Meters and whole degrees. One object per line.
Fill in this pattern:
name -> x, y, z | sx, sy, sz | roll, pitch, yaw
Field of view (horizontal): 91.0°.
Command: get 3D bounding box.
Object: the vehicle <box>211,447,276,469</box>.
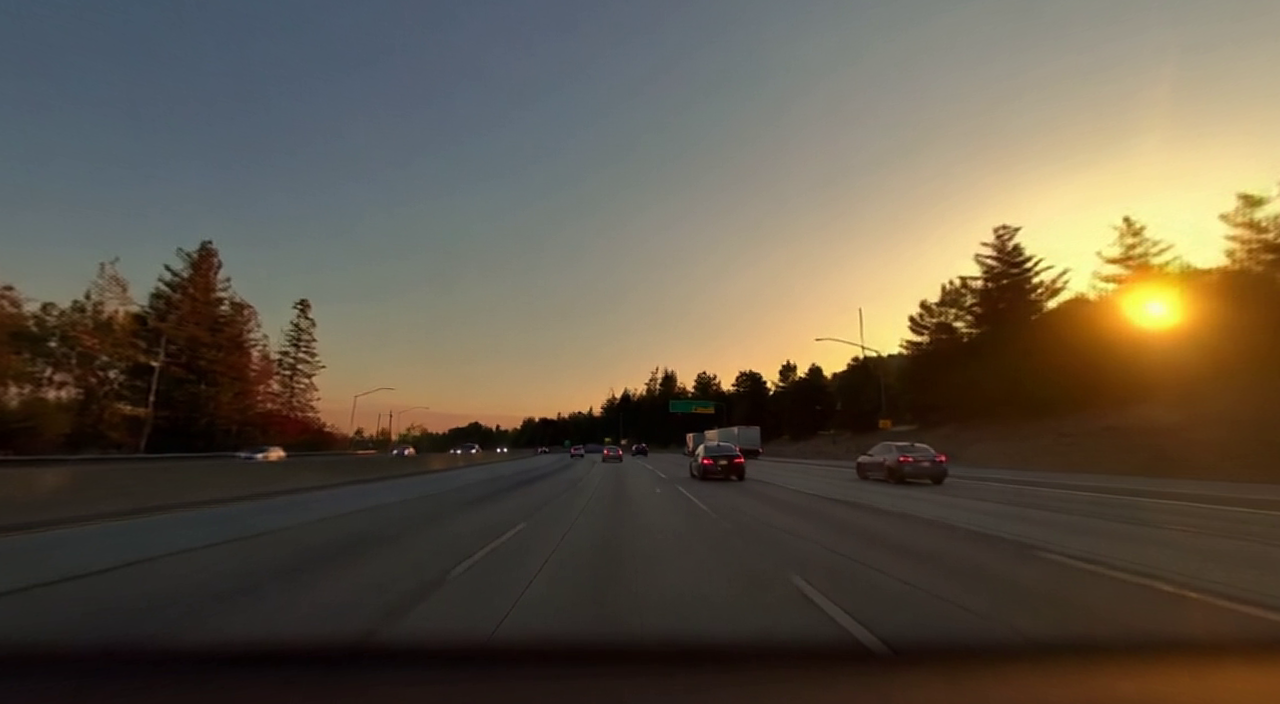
vehicle -> -29.394, 7.858, 46.838 | 1.881, 1.532, 4.734 | 0, -9, -2

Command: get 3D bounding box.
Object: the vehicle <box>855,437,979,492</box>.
vehicle -> 9.193, 3.773, 21.433 | 1.909, 1.634, 4.739 | 0, -9, -2

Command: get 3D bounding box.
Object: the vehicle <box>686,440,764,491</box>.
vehicle -> 2.797, 3.838, 21.568 | 1.975, 1.562, 3.823 | 0, -9, -2
